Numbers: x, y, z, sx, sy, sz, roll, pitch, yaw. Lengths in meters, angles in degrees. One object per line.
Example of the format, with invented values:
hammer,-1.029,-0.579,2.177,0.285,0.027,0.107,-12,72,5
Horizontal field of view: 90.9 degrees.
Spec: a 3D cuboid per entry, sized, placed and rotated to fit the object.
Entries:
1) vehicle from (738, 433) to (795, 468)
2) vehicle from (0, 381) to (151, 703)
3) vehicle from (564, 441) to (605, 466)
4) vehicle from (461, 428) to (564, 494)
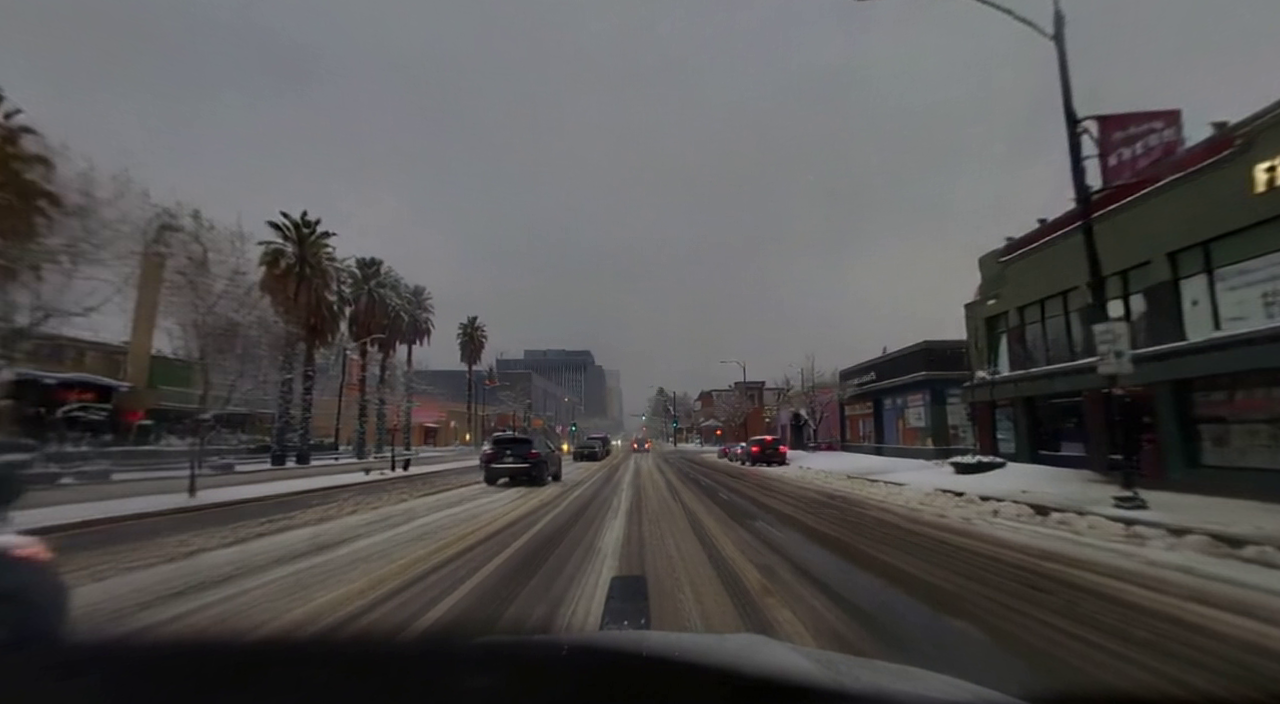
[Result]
vehicle,7.593,5.995,38.537,2.256,1.936,5.838,0,-9,0
vehicle,-3.598,0.648,1.012,2.032,1.511,4.424,0,-9,0
vehicle,-3.342,6.227,38.831,2.044,1.462,4.624,0,-9,1
vehicle,-3.474,3.077,18.036,2.024,1.636,4.121,0,-9,1
